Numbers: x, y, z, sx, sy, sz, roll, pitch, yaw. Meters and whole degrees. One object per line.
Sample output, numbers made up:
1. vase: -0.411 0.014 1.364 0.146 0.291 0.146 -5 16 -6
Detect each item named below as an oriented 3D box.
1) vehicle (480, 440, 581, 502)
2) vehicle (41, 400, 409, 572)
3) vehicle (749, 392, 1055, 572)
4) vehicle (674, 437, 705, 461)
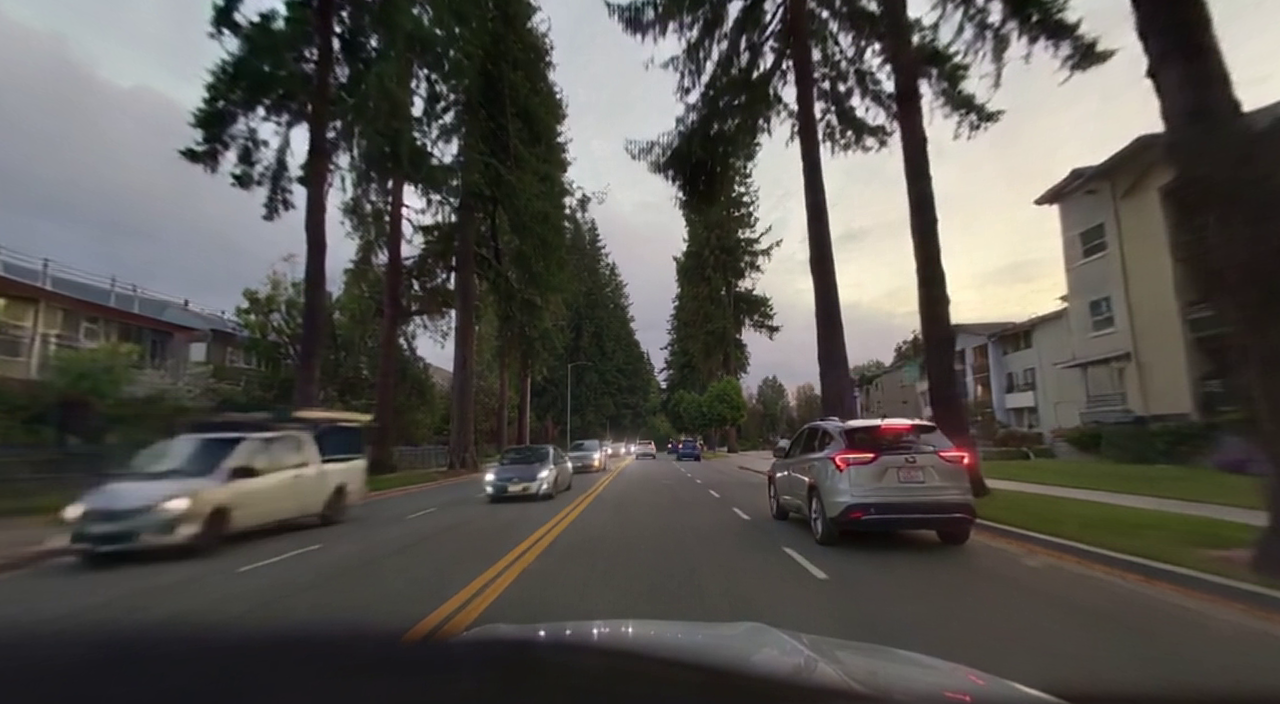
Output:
1. vehicle: -2.749 3.091 16.690 1.941 1.409 3.975 -1 -9 1
2. vehicle: -6.044 2.027 10.407 2.200 2.041 5.550 -1 -9 1
3. vehicle: 3.240 1.765 9.304 2.219 1.881 5.104 0 -9 -1
4. vehicle: 3.834 7.663 49.540 2.069 1.791 4.422 0 -9 0
